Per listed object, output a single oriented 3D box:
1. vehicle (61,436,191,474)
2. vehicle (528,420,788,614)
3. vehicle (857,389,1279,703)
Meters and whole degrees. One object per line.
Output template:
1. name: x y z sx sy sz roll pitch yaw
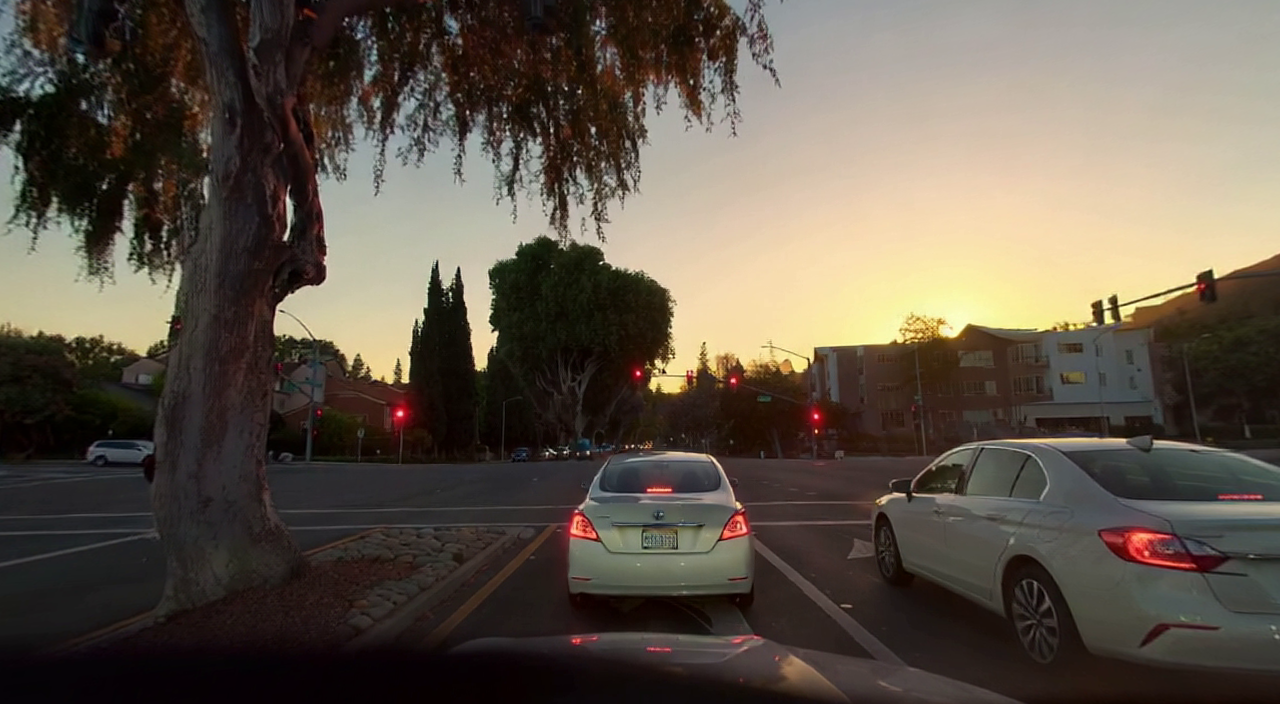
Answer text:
1. vehicle: -24.331 4.877 29.978 4.450 1.684 1.894 0 -8 0
2. vehicle: 0.096 1.564 6.881 2.017 1.485 3.813 0 -8 -1
3. vehicle: 3.166 1.125 3.895 1.931 1.493 4.555 0 -8 -1
